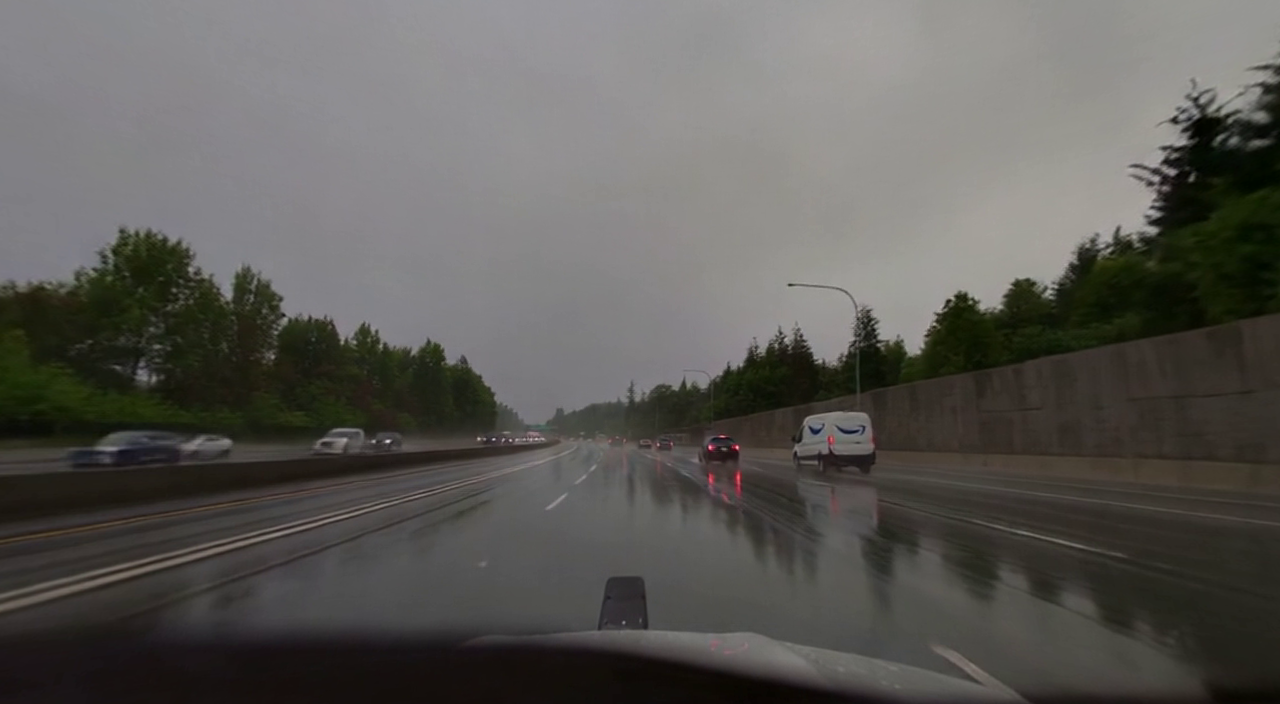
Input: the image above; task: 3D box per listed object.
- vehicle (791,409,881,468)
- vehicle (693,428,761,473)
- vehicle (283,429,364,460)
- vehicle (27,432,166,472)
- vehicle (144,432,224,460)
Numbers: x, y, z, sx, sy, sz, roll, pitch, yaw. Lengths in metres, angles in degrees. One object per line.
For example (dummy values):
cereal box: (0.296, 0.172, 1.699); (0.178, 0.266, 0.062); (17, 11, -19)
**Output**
vehicle: (10.239, 4.665, 33.766); (2.274, 2.802, 6.802); (0, -8, -3)
vehicle: (3.628, 4.221, 27.145); (2.141, 1.732, 4.279); (0, -8, -2)
vehicle: (-18.404, 5.453, 36.992); (2.199, 1.660, 5.133); (0, -8, -2)
vehicle: (-21.789, 4.022, 25.550); (1.895, 1.469, 4.267); (0, -8, -1)
vehicle: (-29.897, 6.193, 41.574); (1.951, 1.732, 4.581); (0, -8, -2)
